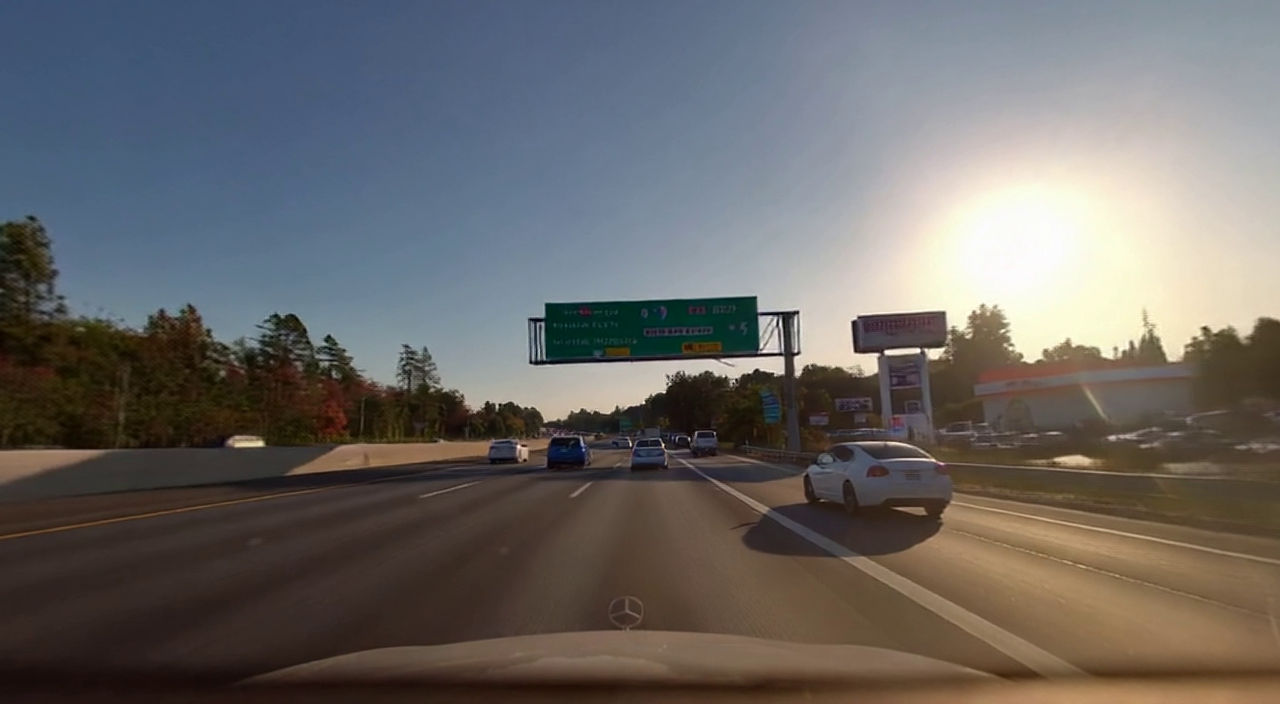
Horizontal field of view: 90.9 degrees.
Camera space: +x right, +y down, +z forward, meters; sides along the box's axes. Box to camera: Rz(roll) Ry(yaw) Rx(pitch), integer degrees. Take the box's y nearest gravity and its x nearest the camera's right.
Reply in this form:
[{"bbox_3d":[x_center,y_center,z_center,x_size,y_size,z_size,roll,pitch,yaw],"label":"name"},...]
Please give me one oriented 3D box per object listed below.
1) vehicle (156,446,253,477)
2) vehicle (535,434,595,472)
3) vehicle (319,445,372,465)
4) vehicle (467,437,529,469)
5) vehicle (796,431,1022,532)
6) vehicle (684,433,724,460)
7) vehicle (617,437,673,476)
[{"bbox_3d":[-21.723,5.437,31.666,1.865,1.443,4.156,0,-8,0],"label":"vehicle"},{"bbox_3d":[-3.309,4.580,28.813,1.927,1.586,5.142,0,-8,2],"label":"vehicle"},{"bbox_3d":[-21.417,7.477,45.978,1.830,1.432,4.076,0,-8,1],"label":"vehicle"},{"bbox_3d":[-7.029,5.051,31.690,1.932,1.497,4.458,0,-8,1],"label":"vehicle"},{"bbox_3d":[4.450,2.197,11.373,2.030,1.442,4.358,0,-8,-2],"label":"vehicle"},{"bbox_3d":[4.459,6.623,44.442,2.261,1.781,4.709,0,-8,0],"label":"vehicle"},{"bbox_3d":[0.196,4.266,26.006,2.113,1.464,4.073,0,-8,1],"label":"vehicle"}]
